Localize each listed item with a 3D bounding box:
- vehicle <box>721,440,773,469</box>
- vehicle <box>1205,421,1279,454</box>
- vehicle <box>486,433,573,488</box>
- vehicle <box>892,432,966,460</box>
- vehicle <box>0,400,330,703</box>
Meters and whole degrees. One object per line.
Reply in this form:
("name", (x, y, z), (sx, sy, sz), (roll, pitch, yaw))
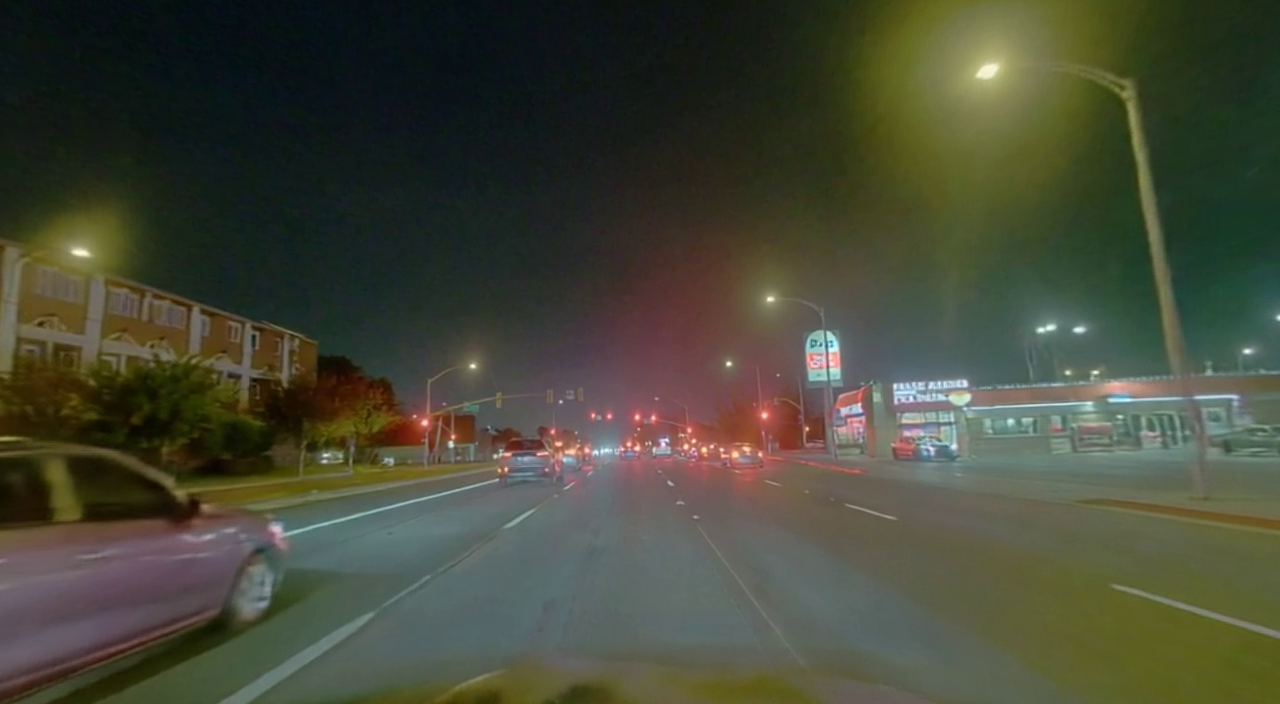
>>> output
("vehicle", (5.755, 5.558, 34.504), (2.017, 1.453, 4.497), (-1, -8, -1))
("vehicle", (30.707, 4.141, 30.803), (4.181, 1.491, 1.706), (-6, -10, 23))
("vehicle", (-3.630, 3.667, 21.617), (2.143, 1.643, 4.336), (-1, -8, 1))
("vehicle", (16.231, 5.333, 35.789), (1.819, 1.457, 4.680), (0, -8, -2))
("vehicle", (-3.653, 1.020, 2.933), (2.097, 1.497, 4.571), (-1, -8, 0))
